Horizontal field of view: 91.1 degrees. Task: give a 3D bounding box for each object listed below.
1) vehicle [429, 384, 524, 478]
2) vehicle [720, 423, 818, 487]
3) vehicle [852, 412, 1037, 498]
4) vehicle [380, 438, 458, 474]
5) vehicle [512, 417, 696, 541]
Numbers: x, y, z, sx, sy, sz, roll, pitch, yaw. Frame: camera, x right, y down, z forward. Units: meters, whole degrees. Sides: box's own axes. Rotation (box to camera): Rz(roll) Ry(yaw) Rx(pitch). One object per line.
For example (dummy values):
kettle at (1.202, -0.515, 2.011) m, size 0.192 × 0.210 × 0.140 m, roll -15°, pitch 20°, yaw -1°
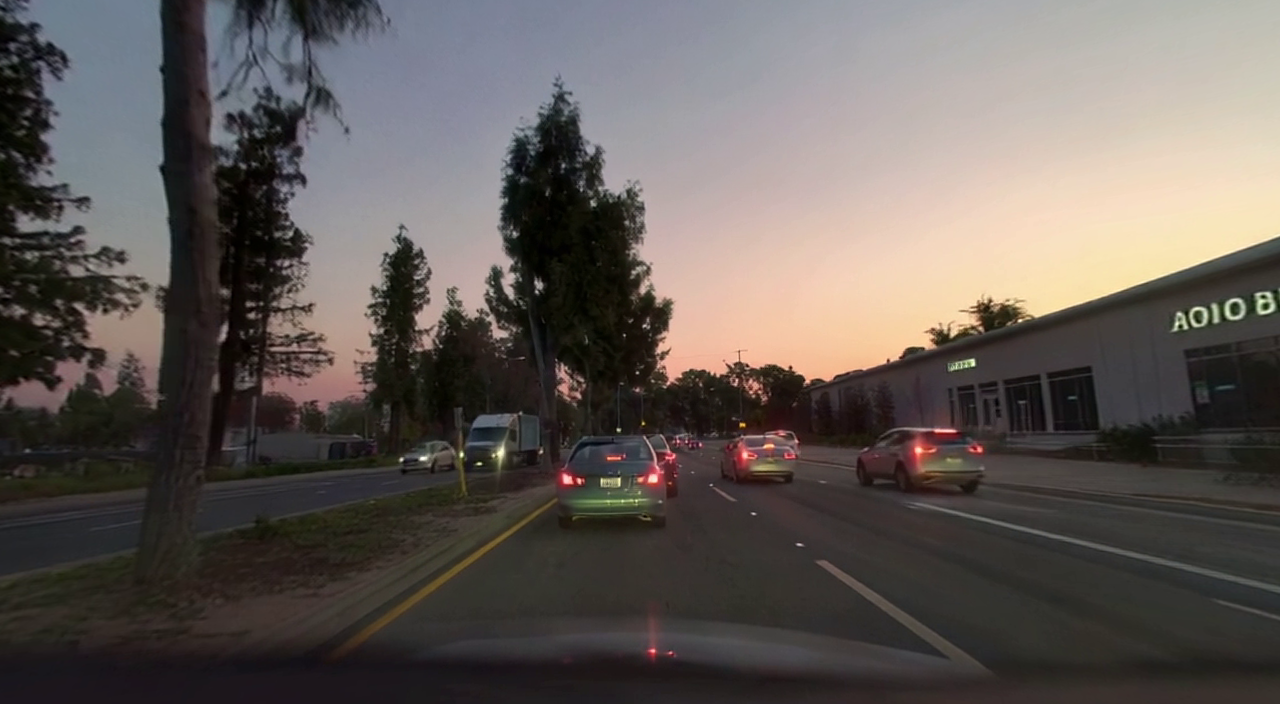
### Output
vehicle at (-8.129, 4.098, 32.203) m, size 3.043 × 4.303 × 6.343 m, roll 0°, pitch -8°, yaw 1°
vehicle at (3.876, 3.194, 19.760) m, size 2.090 × 1.763 × 4.560 m, roll 0°, pitch -8°, yaw 0°
vehicle at (7.754, 2.700, 16.806) m, size 2.425 × 1.936 × 5.081 m, roll 0°, pitch -8°, yaw 1°
vehicle at (-13.602, 6.444, 39.209) m, size 2.394 × 2.012 × 6.232 m, roll 0°, pitch -8°, yaw 2°
vehicle at (-0.455, 1.909, 10.049) m, size 2.315 × 1.563 × 4.080 m, roll 0°, pitch -8°, yaw 0°
